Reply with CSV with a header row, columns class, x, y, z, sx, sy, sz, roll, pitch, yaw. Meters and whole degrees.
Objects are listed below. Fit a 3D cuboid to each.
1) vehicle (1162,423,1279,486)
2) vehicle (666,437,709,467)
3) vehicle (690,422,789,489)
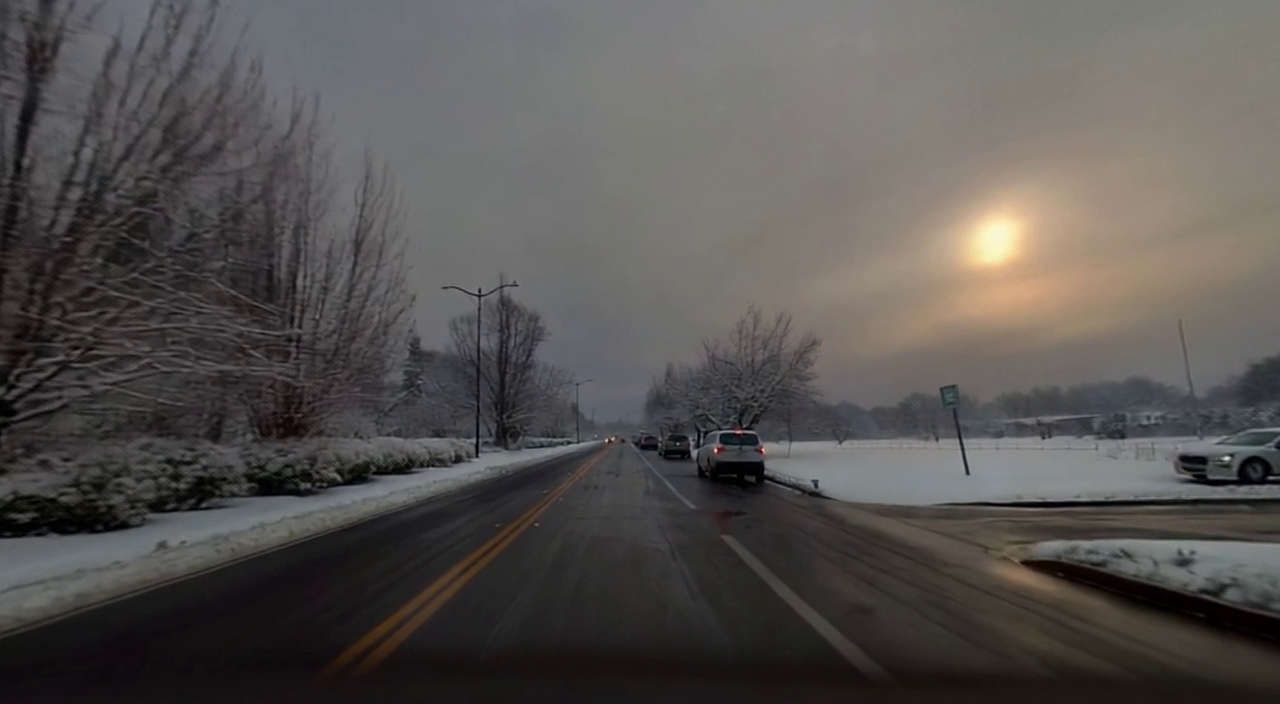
class,x,y,z,sx,sy,sz,roll,pitch,yaw
vehicle,19.041,3.134,19.201,2.068,1.759,4.747,2,-8,-2
vehicle,2.635,5.648,35.797,1.832,1.538,4.208,0,-8,-4
vehicle,3.063,3.311,20.486,2.226,1.889,4.543,0,-8,-3
